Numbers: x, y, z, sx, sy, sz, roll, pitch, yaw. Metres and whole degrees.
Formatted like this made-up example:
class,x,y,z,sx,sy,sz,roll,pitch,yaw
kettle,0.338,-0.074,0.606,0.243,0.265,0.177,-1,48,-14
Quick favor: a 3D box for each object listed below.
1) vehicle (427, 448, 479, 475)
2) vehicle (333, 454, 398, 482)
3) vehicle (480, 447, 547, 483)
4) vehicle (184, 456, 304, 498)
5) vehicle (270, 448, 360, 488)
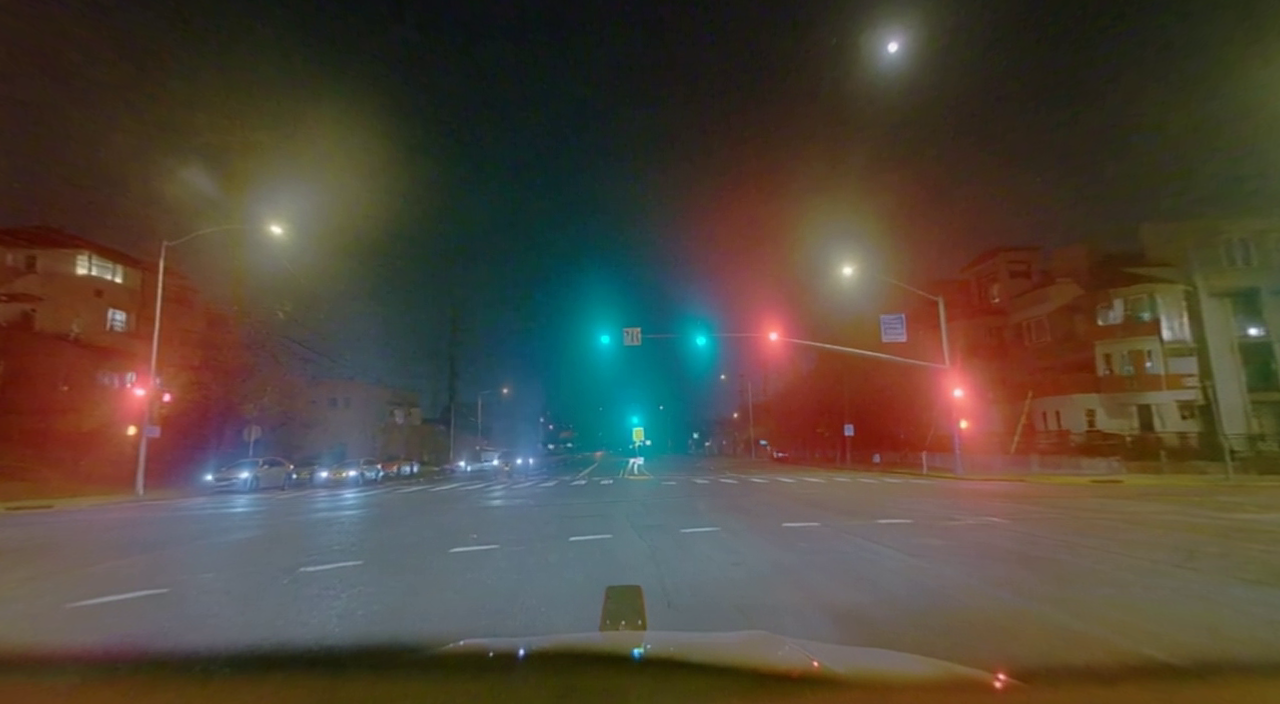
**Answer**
class,x,y,z,sx,sy,sz,roll,pitch,yaw
vehicle,-13.027,7.634,44.091,2.126,1.709,5.095,0,-9,0
vehicle,-16.343,6.896,37.657,1.804,1.486,4.625,0,-9,0
vehicle,-5.621,5.086,28.573,2.154,1.501,4.416,0,-9,0
vehicle,-16.265,5.109,26.145,2.055,1.506,4.663,0,-9,-2
vehicle,-16.393,5.846,32.026,1.960,1.819,5.018,0,-9,-1
